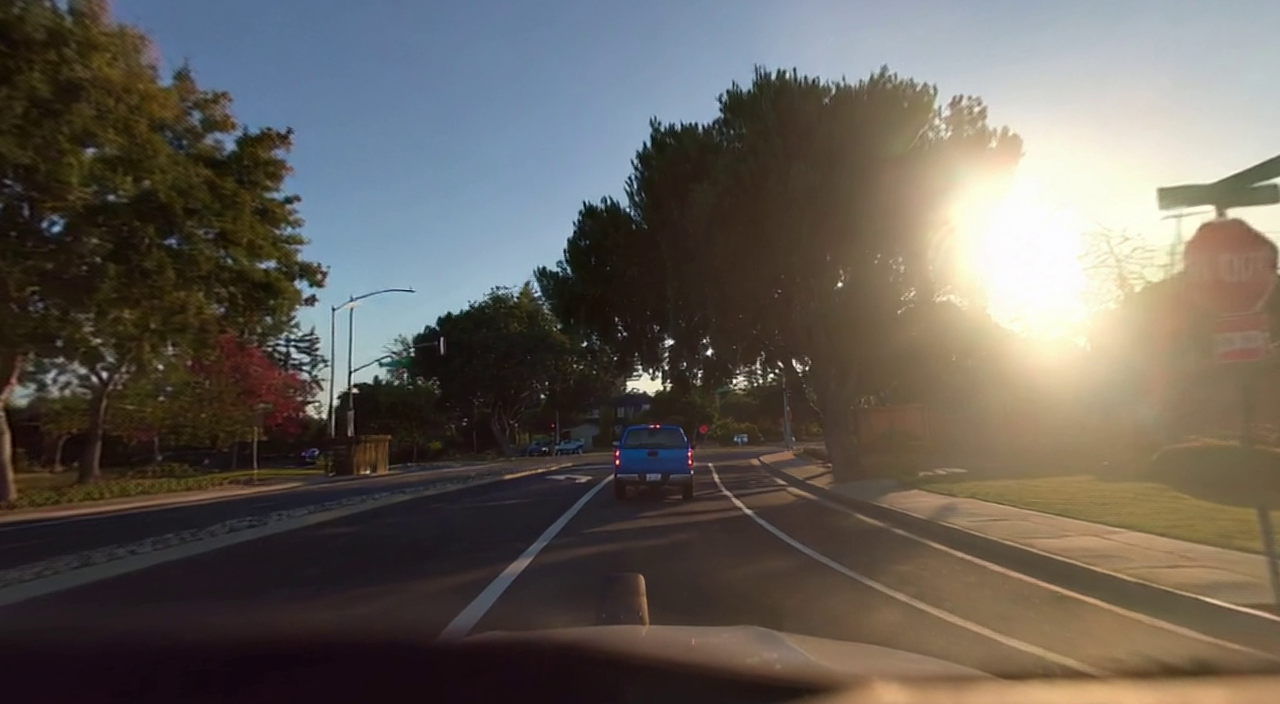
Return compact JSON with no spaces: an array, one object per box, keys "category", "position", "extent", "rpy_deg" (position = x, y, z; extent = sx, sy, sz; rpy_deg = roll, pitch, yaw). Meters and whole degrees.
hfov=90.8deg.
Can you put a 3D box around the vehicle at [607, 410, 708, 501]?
[{"category":"vehicle","position":[0.477,2.589,16.060],"extent":[2.153,1.942,4.767],"rpy_deg":[0,-8,2]}]

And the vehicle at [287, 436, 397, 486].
[{"category":"vehicle","position":[-12.586,4.575,27.106],"extent":[2.053,1.822,4.852],"rpy_deg":[-2,-7,5]}]
